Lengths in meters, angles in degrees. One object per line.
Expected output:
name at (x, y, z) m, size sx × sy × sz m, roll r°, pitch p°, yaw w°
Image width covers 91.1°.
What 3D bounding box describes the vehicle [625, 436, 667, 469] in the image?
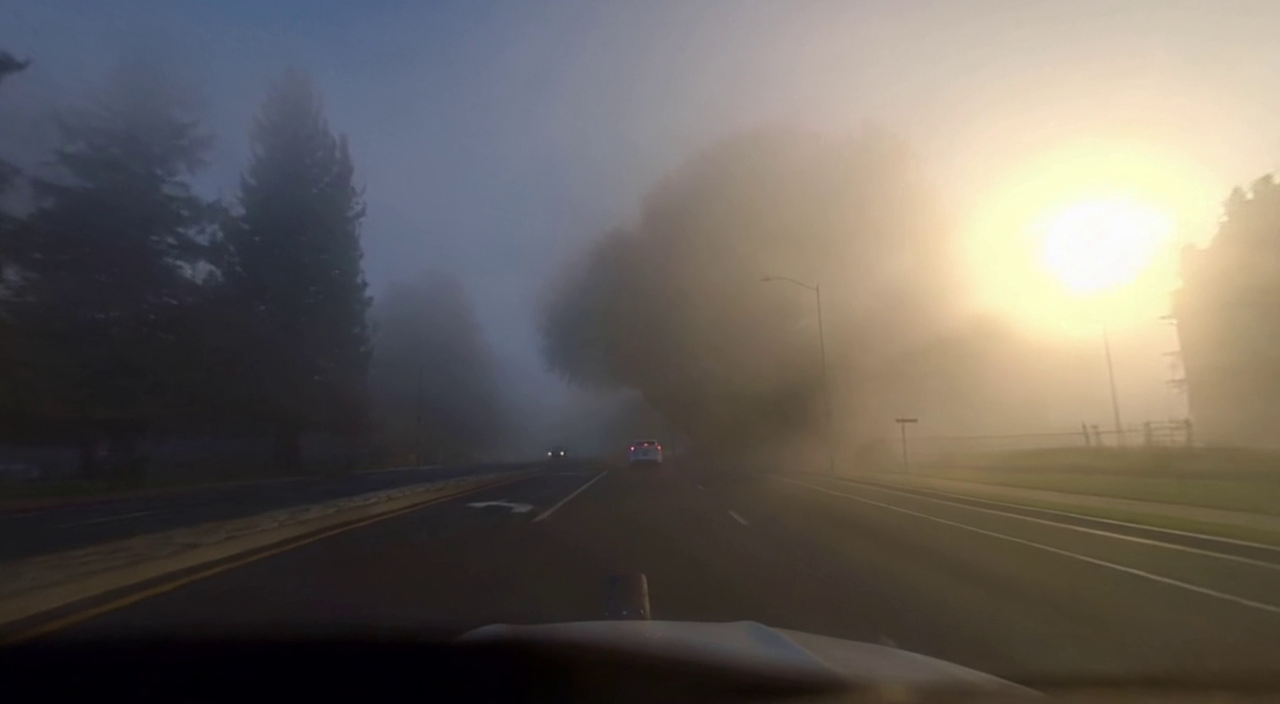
vehicle at (0.274, 5.786, 36.320) m, size 2.165 × 1.783 × 4.391 m, roll 0°, pitch -9°, yaw -3°
